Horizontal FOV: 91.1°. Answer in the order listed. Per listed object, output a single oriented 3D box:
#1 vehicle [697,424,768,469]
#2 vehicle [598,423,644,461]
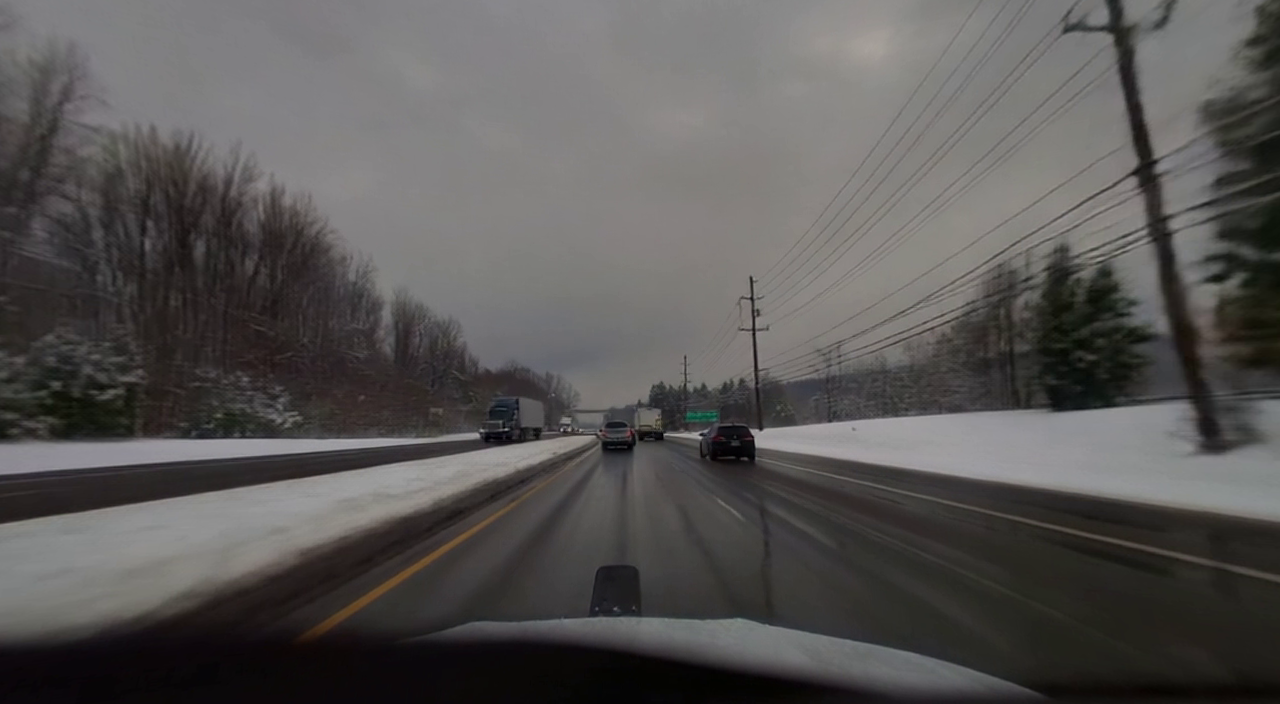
[{"bbox_3d":[3.410,3.583,24.051,2.062,1.581,3.914,0,-8,-1],"label":"vehicle"},{"bbox_3d":[-0.918,4.429,31.171,2.134,1.710,4.049,0,-7,-1],"label":"vehicle"}]
